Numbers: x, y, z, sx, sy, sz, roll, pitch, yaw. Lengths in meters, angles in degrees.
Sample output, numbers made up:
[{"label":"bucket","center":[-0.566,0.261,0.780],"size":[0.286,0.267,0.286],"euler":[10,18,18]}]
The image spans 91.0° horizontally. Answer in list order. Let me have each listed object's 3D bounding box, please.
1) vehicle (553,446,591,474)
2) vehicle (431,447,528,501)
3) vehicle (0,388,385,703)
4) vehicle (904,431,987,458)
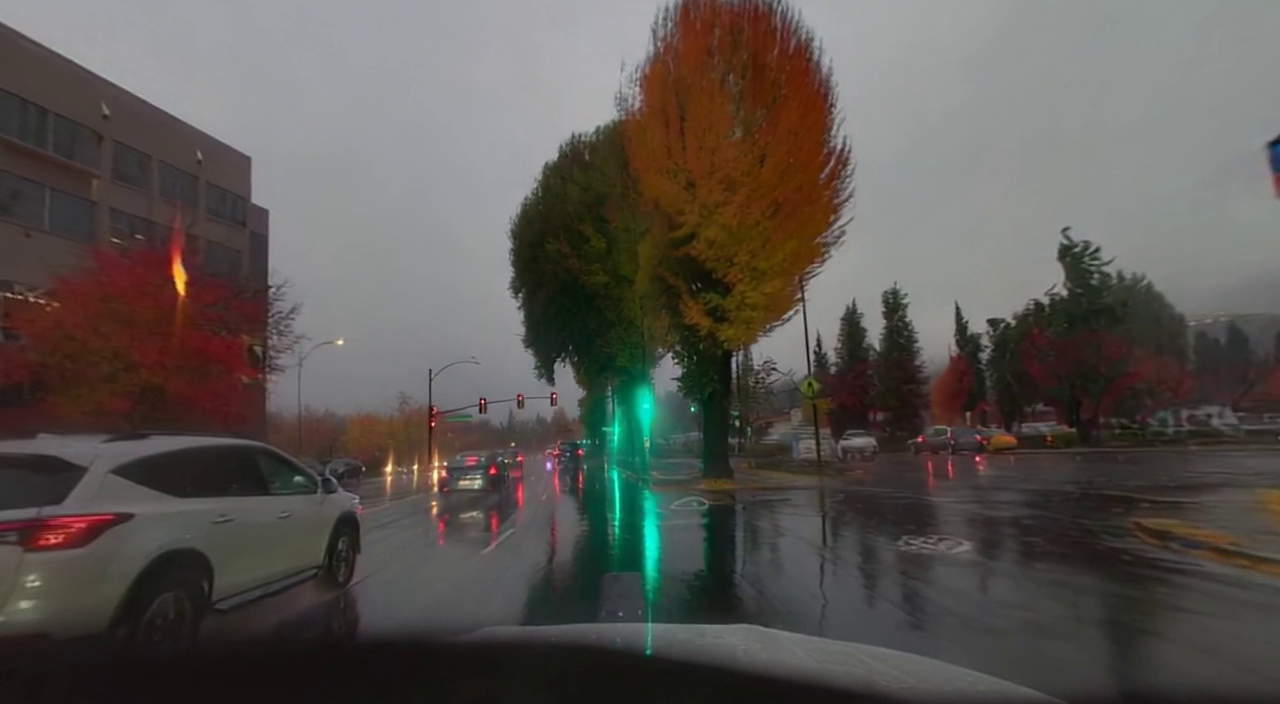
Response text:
[{"label":"vehicle","center":[-4.429,6.951,40.644],"size":[2.144,1.704,4.028],"euler":[2,-9,-9]},{"label":"vehicle","center":[-5.081,3.921,20.787],"size":[2.090,1.506,5.326],"euler":[1,-9,-4]},{"label":"vehicle","center":[-4.043,1.318,5.036],"size":[2.085,1.663,4.513],"euler":[1,-9,0]},{"label":"vehicle","center":[21.134,6.436,43.700],"size":[2.017,1.746,4.727],"euler":[7,-11,-35]}]
